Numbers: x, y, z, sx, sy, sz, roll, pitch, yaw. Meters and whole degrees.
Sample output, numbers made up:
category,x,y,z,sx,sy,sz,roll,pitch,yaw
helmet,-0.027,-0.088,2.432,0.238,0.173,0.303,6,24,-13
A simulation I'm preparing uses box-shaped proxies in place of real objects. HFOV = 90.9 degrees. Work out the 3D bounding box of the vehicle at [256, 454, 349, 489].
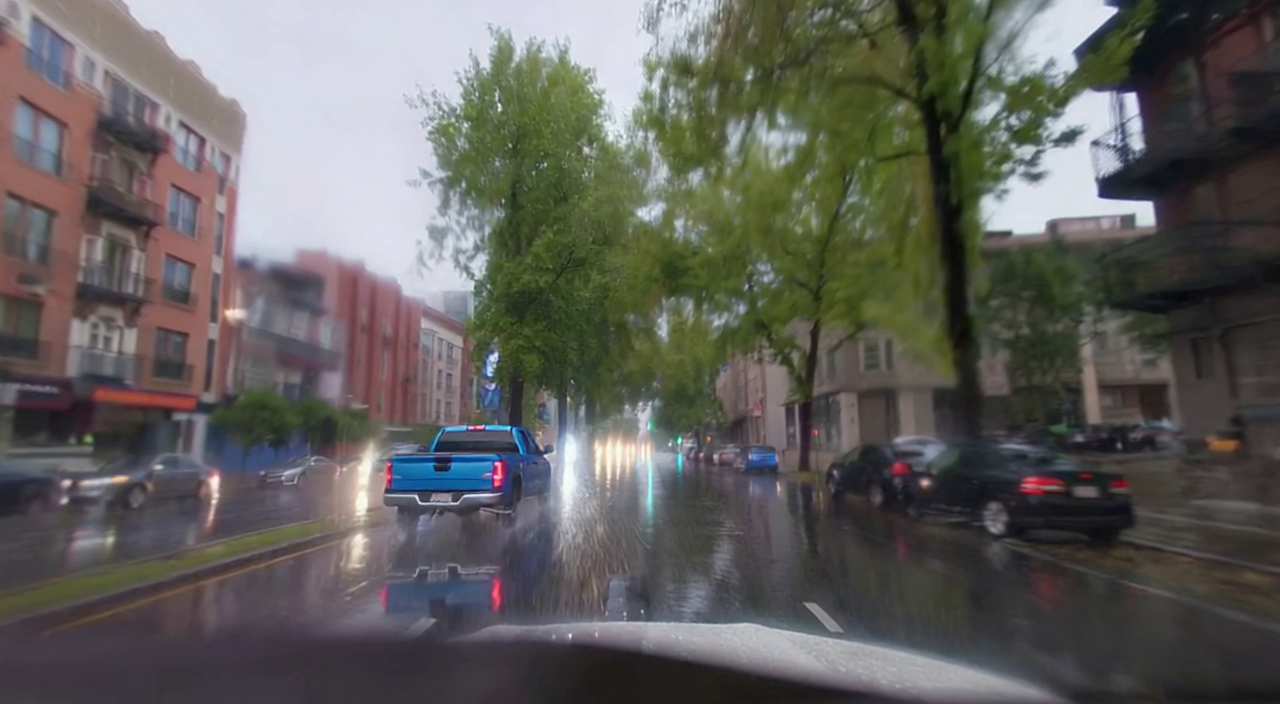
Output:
category,x,y,z,sx,sy,sz,roll,pitch,yaw
vehicle,-16.022,5.673,30.267,1.920,1.467,4.685,0,-9,0

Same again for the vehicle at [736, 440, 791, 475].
category,x,y,z,sx,sy,sz,roll,pitch,yaw
vehicle,6.287,5.430,32.686,1.928,1.679,4.716,0,-9,1

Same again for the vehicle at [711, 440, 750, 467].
category,x,y,z,sx,sy,sz,roll,pitch,yaw
vehicle,6.265,7.105,44.187,2.018,1.743,4.529,0,-9,-1

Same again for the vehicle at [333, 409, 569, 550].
category,x,y,z,sx,sy,sz,roll,pitch,yaw
vehicle,-2.729,2.037,10.800,2.197,1.786,5.365,-1,-9,2

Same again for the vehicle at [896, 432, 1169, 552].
category,x,y,z,sx,sy,sz,roll,pitch,yaw
vehicle,6.027,2.160,10.409,1.871,1.559,4.015,0,-9,-1
